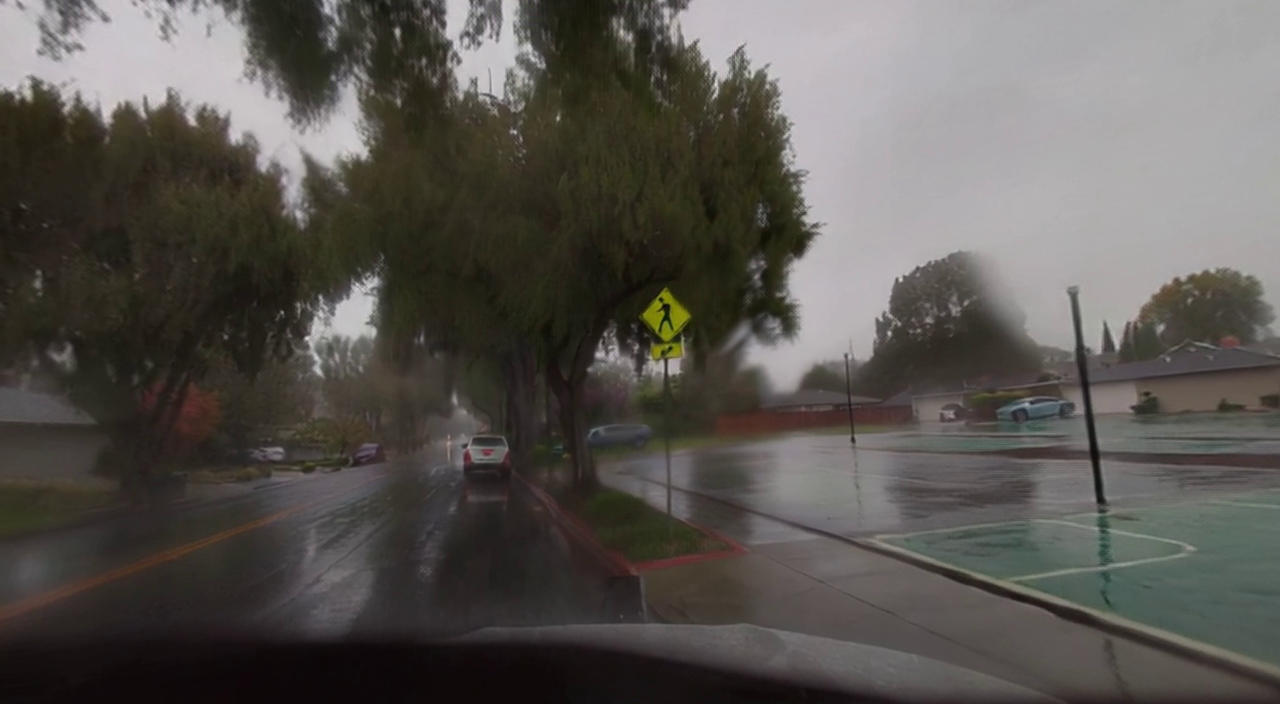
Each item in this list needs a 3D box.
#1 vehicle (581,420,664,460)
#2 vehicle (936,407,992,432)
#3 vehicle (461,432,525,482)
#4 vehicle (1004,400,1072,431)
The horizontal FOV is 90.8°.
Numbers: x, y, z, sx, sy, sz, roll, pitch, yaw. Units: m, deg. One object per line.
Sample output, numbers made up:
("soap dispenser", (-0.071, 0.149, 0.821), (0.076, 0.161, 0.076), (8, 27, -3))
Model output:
("vehicle", (-0.929, 4.880, 35.230), (1.954, 1.696, 4.390), (-8, -5, 43))
("vehicle", (22.348, 4.694, 43.510), (4.245, 1.601, 1.912), (7, -11, -41))
("vehicle", (-5.813, 4.083, 24.864), (2.204, 1.776, 4.262), (2, -9, -14))
("vehicle", (23.639, 3.797, 37.439), (4.481, 1.634, 1.973), (7, -11, -39))
